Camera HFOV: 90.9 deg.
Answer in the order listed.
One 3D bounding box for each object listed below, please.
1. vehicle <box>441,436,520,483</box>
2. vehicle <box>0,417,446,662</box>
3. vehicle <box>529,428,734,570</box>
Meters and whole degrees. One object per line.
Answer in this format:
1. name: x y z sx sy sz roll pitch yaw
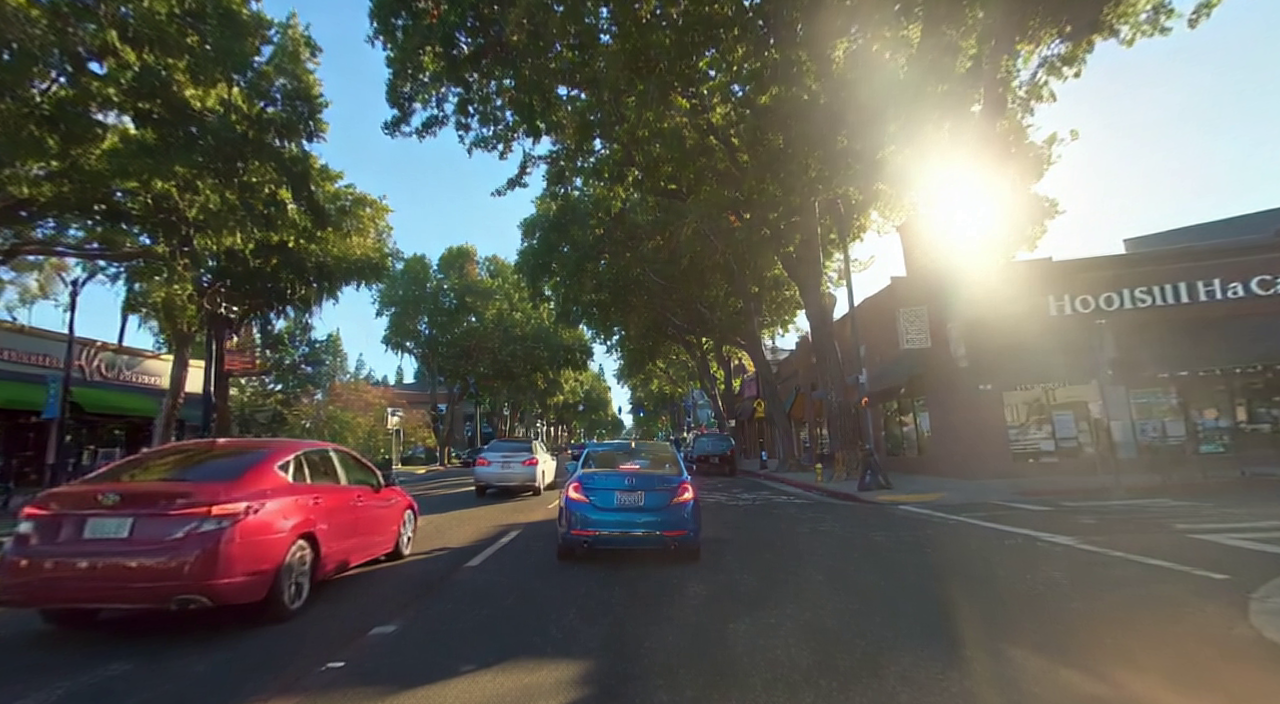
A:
1. vehicle: -6.196 4.242 25.072 2.095 1.682 4.371 0 -9 -2
2. vehicle: -3.450 1.446 5.912 1.905 1.473 4.016 0 -9 1
3. vehicle: -0.097 1.861 8.761 2.160 1.482 4.037 0 -9 0
